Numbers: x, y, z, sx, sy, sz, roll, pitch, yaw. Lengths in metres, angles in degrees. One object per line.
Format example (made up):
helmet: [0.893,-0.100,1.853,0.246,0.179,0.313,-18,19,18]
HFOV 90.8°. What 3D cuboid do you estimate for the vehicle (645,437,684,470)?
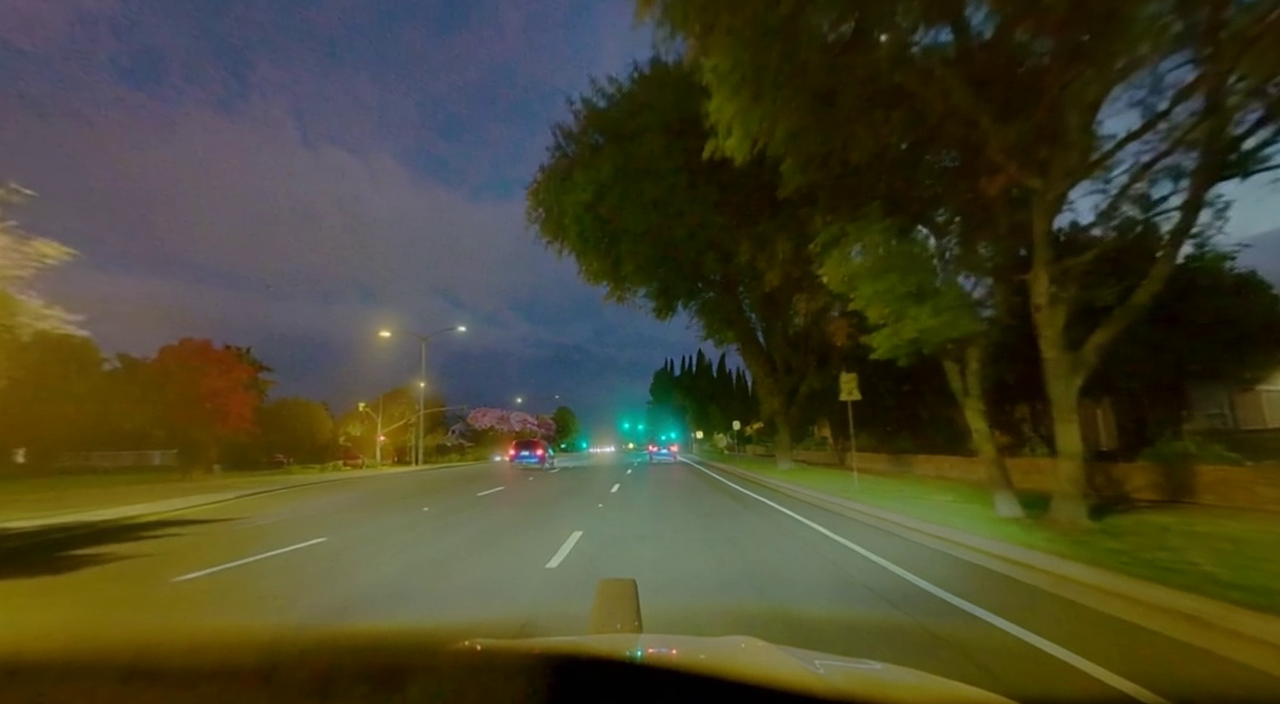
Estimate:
vehicle: [1.391,5.858,36.620,2.070,1.764,4.552,0,-8,2]

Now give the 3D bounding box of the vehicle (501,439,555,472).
vehicle: [-5.931,5.548,34.025,1.993,1.657,4.487,0,-8,2]

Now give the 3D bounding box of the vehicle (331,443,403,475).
vehicle: [-19.419,7.610,45.258,2.332,2.099,6.029,0,-8,1]
